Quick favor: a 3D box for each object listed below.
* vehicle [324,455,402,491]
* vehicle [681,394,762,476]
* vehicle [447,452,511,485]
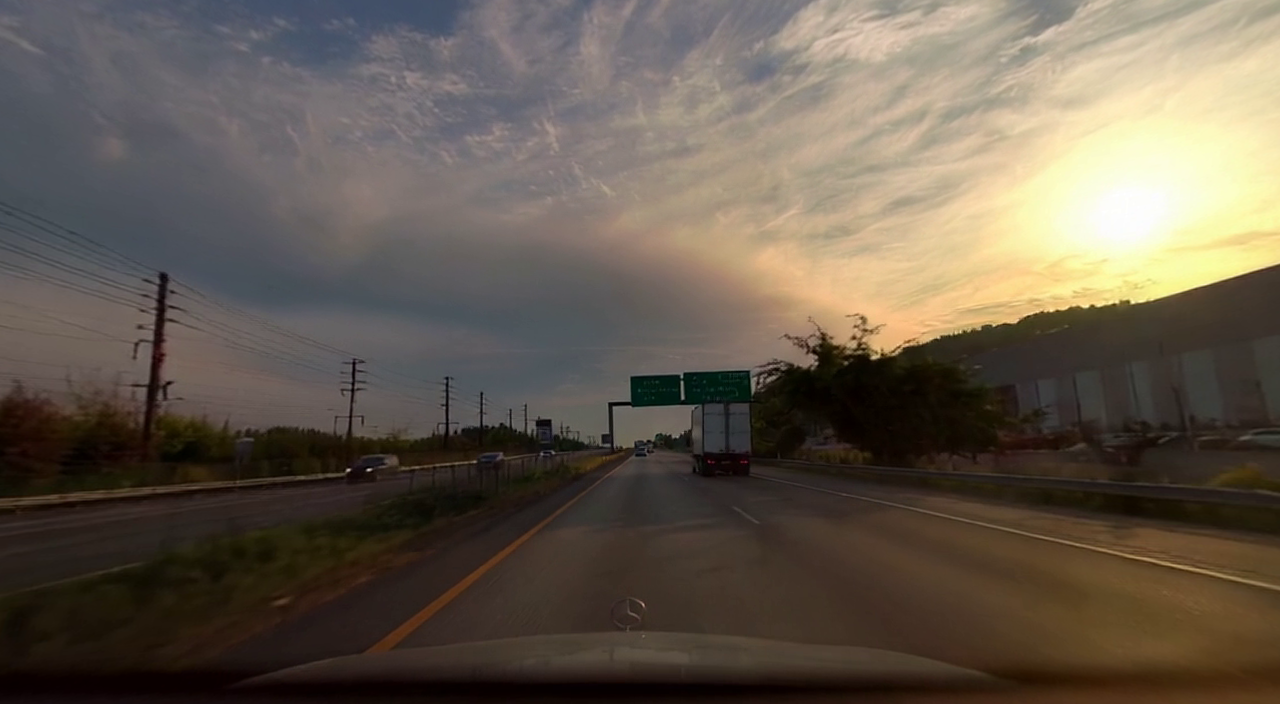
[{"bbox_3d":[-13.170,5.780,30.294,1.868,1.531,4.082,0,-9,0],"label":"vehicle"},{"bbox_3d":[4.458,5.118,38.068,3.038,4.047,13.741,0,-9,0],"label":"vehicle"},{"bbox_3d":[-7.962,5.803,31.587,2.007,1.466,4.320,0,-9,1],"label":"vehicle"}]
